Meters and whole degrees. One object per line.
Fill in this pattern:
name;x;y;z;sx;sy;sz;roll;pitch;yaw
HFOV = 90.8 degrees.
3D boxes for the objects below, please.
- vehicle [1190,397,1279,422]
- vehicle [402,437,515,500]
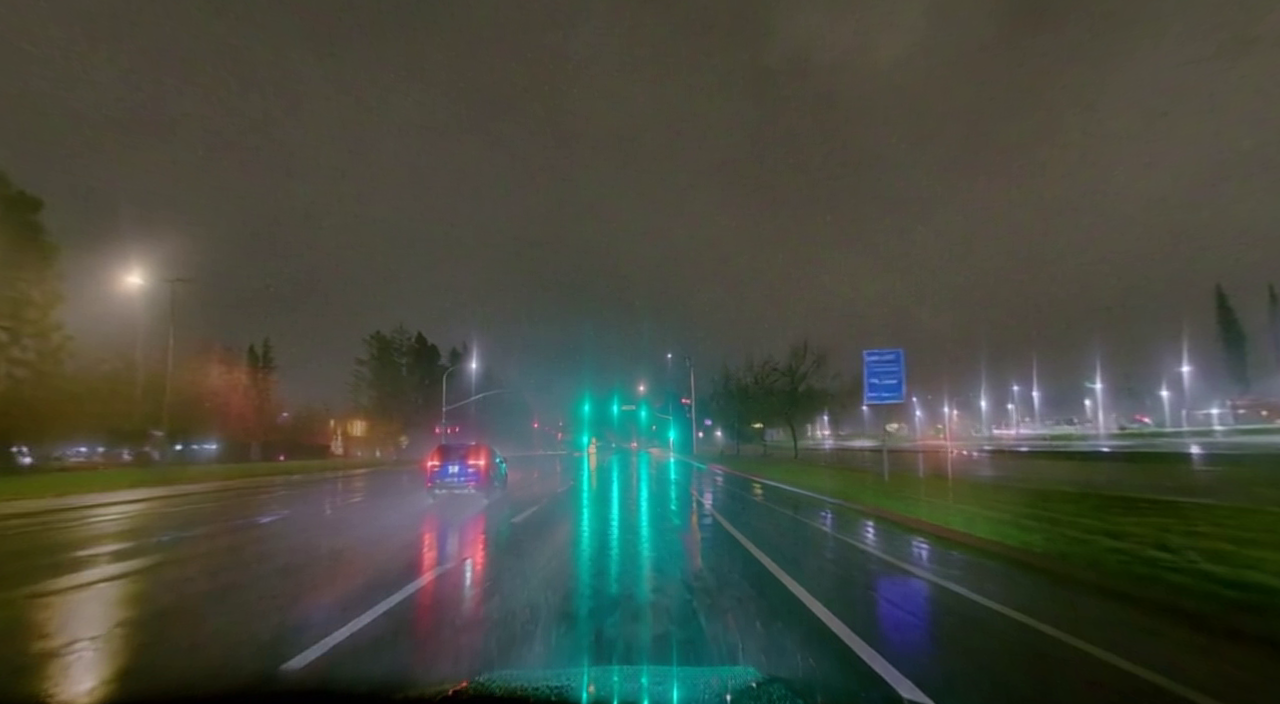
vehicle;46.481;4.534;49.273;1.860;1.607;4.938;4;-9;-29
vehicle;-4.723;3.065;17.123;1.964;1.472;4.078;0;-8;-2
